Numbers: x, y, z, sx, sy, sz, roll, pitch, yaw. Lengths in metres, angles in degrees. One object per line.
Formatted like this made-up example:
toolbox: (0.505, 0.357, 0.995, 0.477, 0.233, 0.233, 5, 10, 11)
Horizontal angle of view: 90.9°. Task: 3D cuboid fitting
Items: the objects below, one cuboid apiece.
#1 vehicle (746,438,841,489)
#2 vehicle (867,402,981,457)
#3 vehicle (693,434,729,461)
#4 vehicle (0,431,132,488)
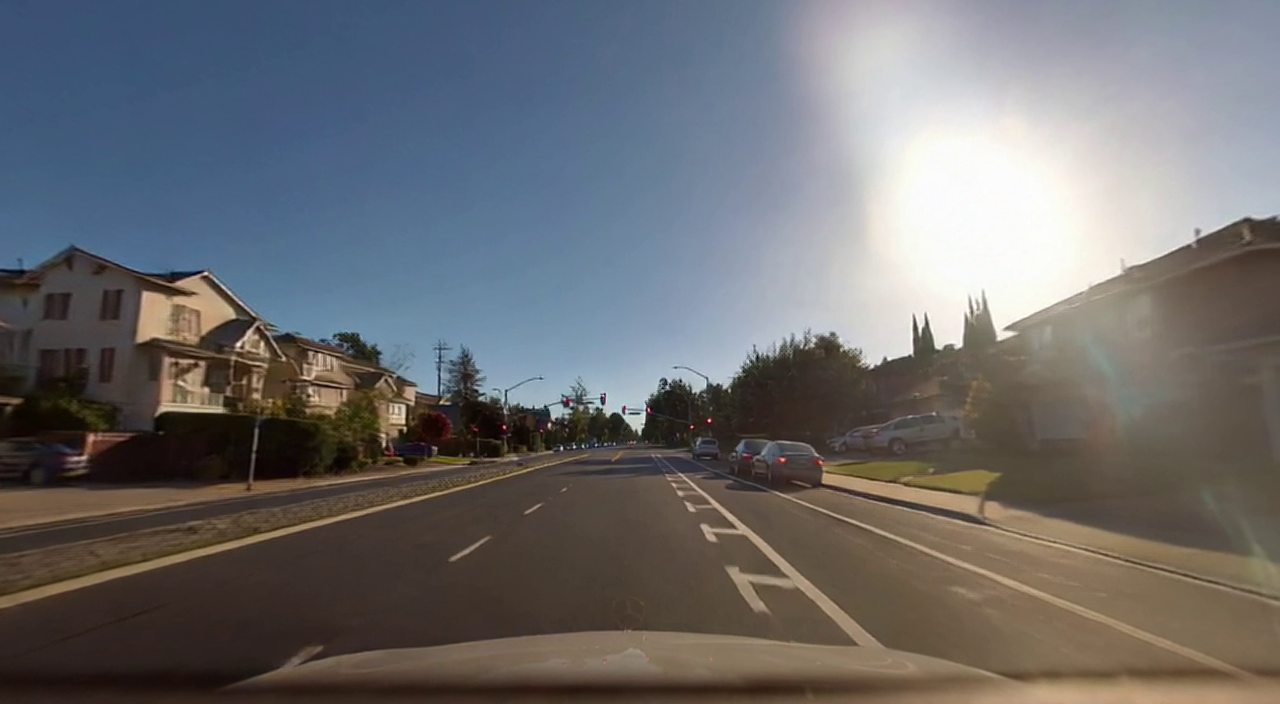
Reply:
vehicle: (4.732, 3.492, 20.136, 1.881, 1.435, 4.525, 0, -8, 0)
vehicle: (13.515, 3.743, 30.199, 4.284, 1.725, 1.981, -12, -9, -1)
vehicle: (5.131, 7.004, 46.148, 2.170, 1.869, 4.594, 0, -8, 2)
vehicle: (-21.015, 3.664, 21.757, 4.759, 1.824, 2.442, 0, -8, 0)
